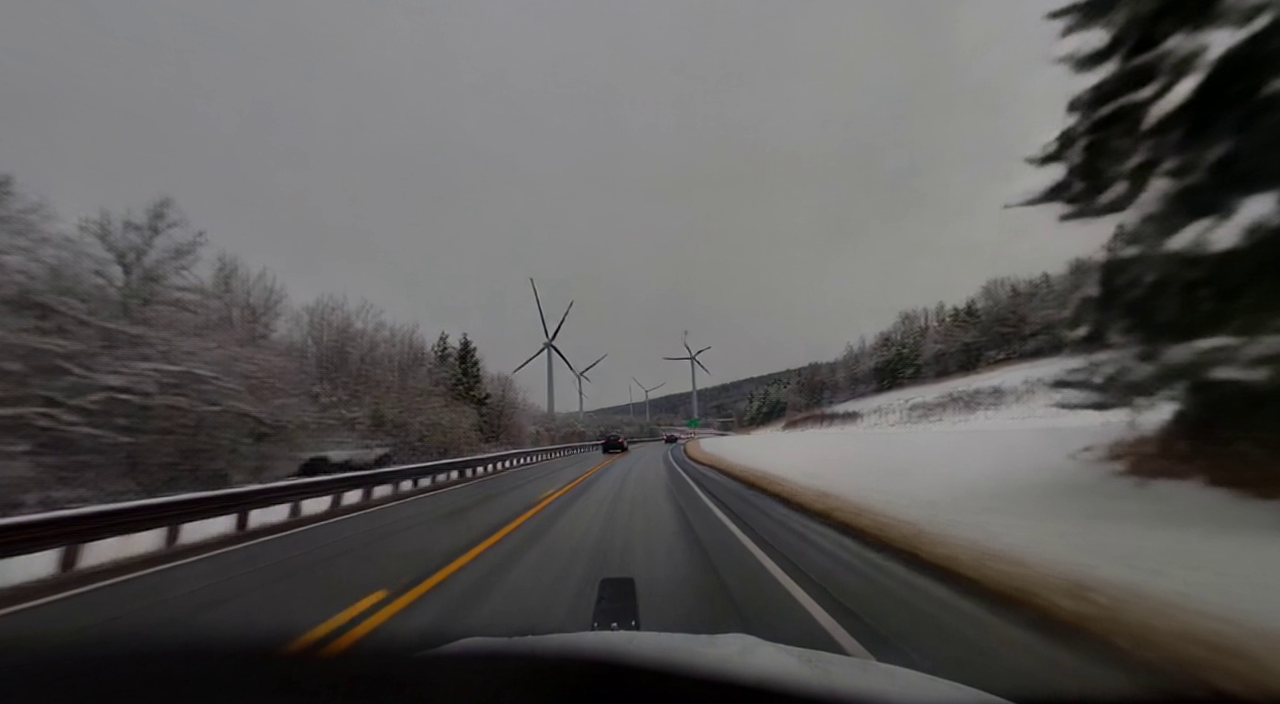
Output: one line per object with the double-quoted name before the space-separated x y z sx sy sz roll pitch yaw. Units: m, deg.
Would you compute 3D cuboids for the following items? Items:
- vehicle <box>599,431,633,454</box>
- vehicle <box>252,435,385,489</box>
"vehicle" -1.729 6.711 46.867 2.123 1.629 4.180 0 -8 3
"vehicle" -9.491 3.238 19.016 1.850 1.450 3.951 0 -8 1
